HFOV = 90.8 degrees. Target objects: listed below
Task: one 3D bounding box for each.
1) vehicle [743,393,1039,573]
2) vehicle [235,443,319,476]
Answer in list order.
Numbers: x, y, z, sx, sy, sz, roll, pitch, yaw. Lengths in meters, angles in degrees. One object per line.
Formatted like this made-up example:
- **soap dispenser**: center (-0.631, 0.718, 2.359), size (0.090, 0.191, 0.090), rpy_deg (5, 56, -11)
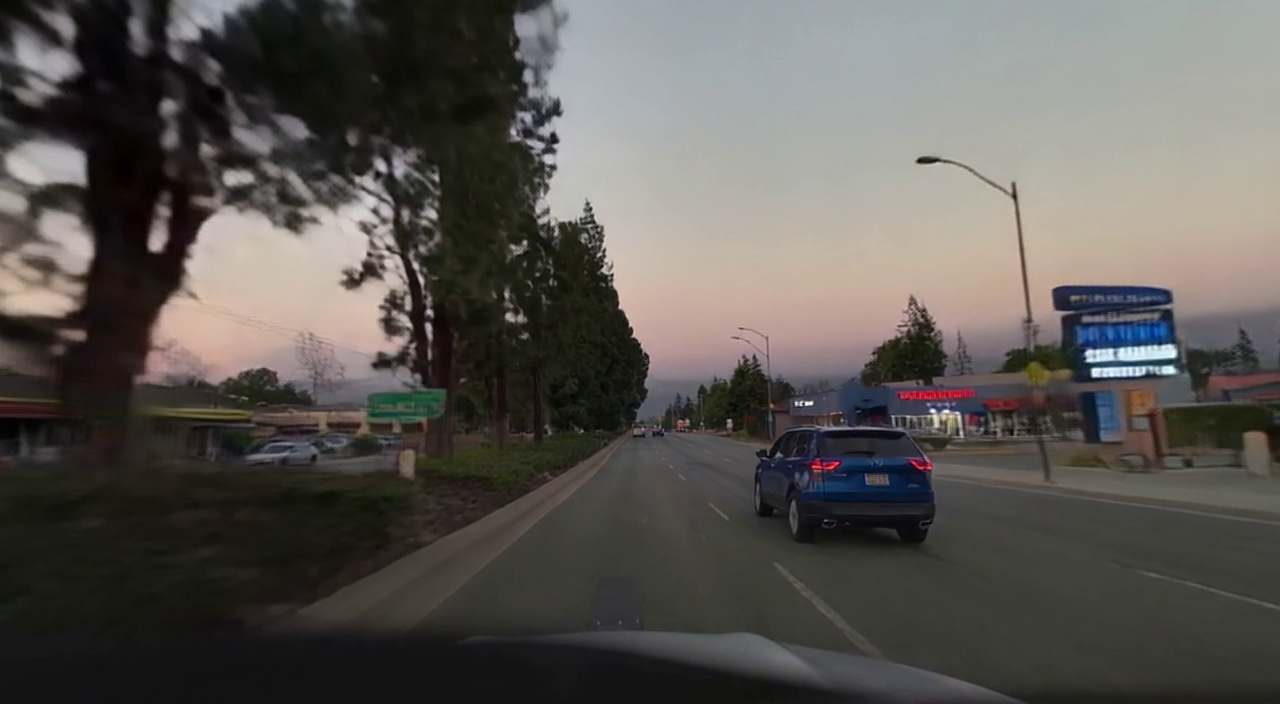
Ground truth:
- **vehicle**: center (2.898, 1.659, 8.706), size (2.130, 1.790, 4.615), rpy_deg (0, -9, 0)
- **vehicle**: center (-19.409, 5.729, 34.021), size (1.988, 1.634, 4.301), rpy_deg (0, -9, -1)
